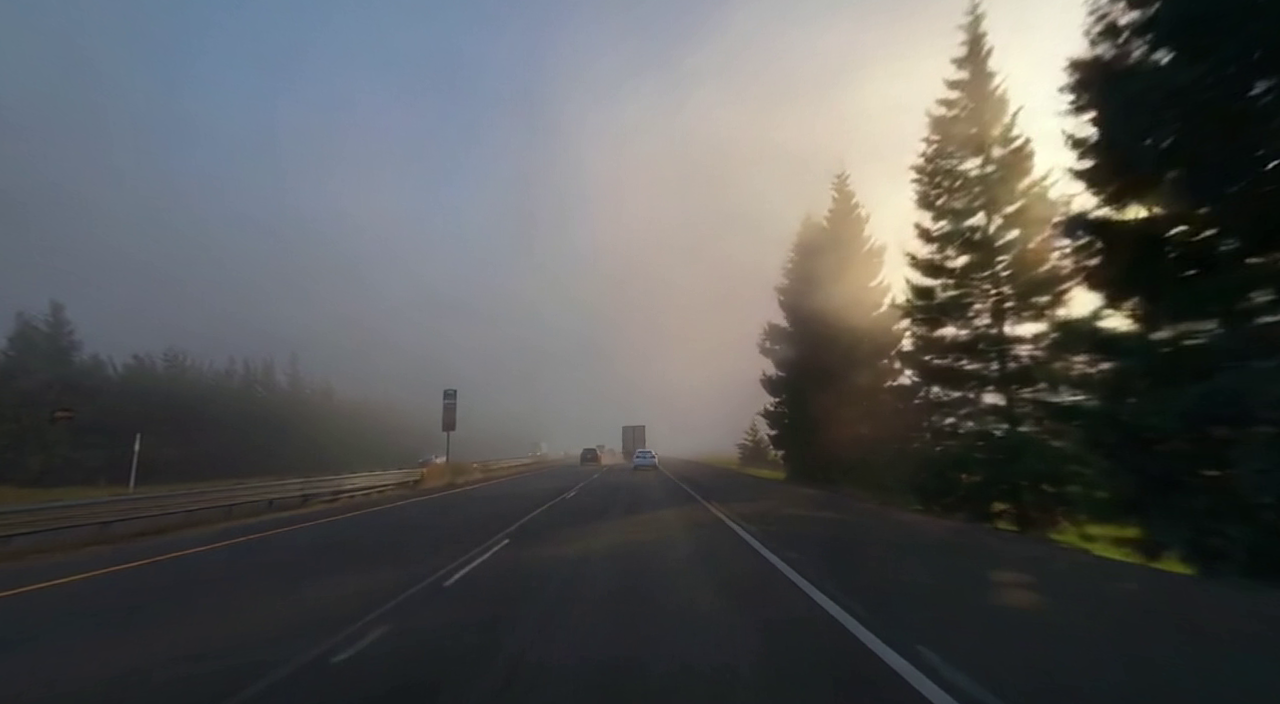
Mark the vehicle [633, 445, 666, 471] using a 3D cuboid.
[{"bbox_3d":[0.570,6.903,41.307,1.992,1.593,3.937,0,-9,-1],"label":"vehicle"}]
